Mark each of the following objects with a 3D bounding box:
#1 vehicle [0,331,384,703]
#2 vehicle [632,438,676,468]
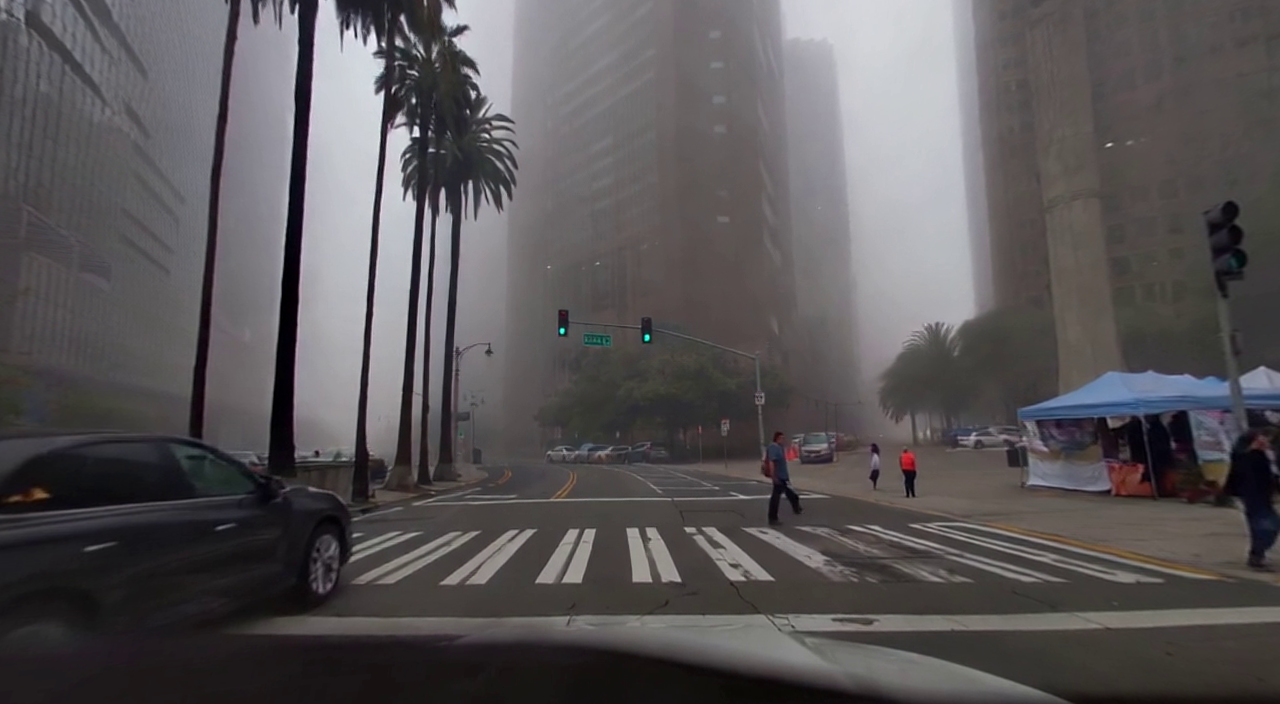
[{"bbox_3d":[-3.272,0.911,3.226,1.948,1.674,4.668,0,-8,0],"label":"vehicle"},{"bbox_3d":[0.942,7.409,46.473,2.322,2.071,5.366,1,-8,-9],"label":"vehicle"}]
